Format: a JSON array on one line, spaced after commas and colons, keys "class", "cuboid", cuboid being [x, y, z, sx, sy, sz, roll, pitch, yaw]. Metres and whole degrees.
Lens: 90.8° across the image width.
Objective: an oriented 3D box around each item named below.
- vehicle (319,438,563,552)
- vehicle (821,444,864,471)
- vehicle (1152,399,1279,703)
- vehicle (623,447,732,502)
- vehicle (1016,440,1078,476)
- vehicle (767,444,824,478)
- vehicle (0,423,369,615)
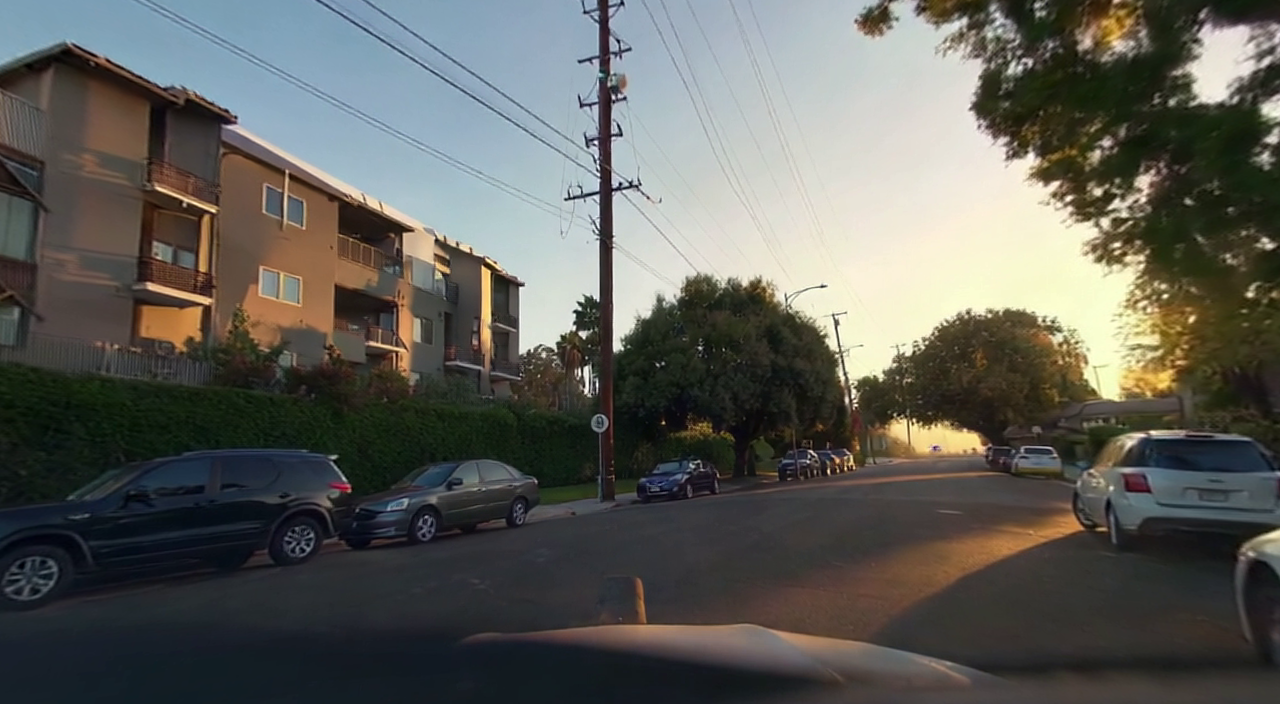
[{"class": "vehicle", "cuboid": [-3.766, 2.810, 12.825, 2.068, 1.745, 4.579, -11, -14, 25]}, {"class": "vehicle", "cuboid": [15.305, 7.985, 47.583, 1.953, 1.699, 4.234, -11, -16, 29]}, {"class": "vehicle", "cuboid": [3.741, 0.925, 2.338, 2.030, 1.535, 4.683, -5, -10, 29]}, {"class": "vehicle", "cuboid": [1.493, 4.434, 23.230, 2.017, 1.582, 4.664, -12, -13, 28]}, {"class": "vehicle", "cuboid": [18.596, 4.824, 29.022, 1.964, 1.515, 4.055, -5, -9, 28]}, {"class": "vehicle", "cuboid": [9.063, 6.256, 36.557, 2.011, 1.801, 4.676, -5, -10, 28]}, {"class": "vehicle", "cuboid": [-6.344, 2.045, 8.197, 1.973, 1.848, 5.100, -12, -13, 25]}]
